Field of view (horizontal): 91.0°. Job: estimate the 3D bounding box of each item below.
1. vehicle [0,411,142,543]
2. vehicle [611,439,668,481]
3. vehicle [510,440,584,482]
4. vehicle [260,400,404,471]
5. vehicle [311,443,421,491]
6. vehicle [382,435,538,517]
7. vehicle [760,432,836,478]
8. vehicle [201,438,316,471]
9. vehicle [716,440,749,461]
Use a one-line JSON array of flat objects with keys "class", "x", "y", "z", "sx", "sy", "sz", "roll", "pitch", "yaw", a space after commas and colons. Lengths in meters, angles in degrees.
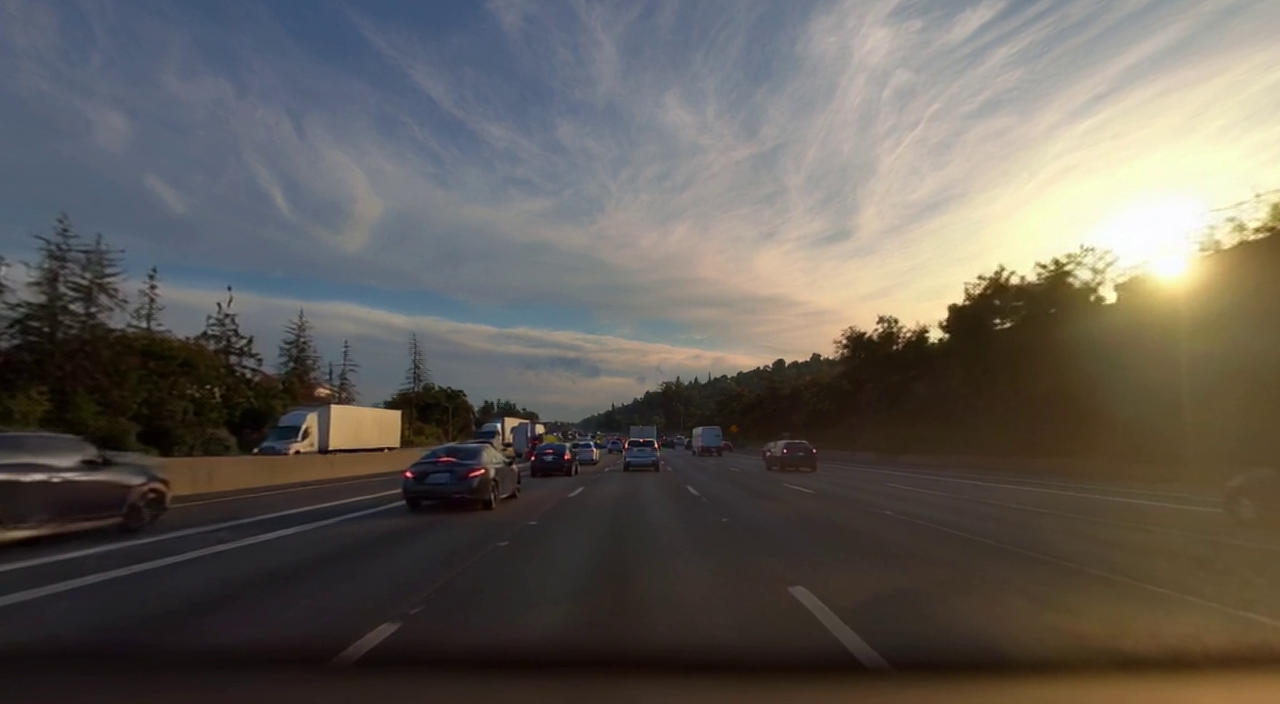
[{"class": "vehicle", "x": -9.315, "y": 1.581, "z": 7.913, "sx": 2.194, "sy": 1.676, "sz": 4.743, "roll": 0, "pitch": -9, "yaw": 0}, {"class": "vehicle", "x": -0.027, "y": 4.133, "z": 24.373, "sx": 2.053, "sy": 1.461, "sz": 3.941, "roll": 0, "pitch": -9, "yaw": 0}, {"class": "vehicle", "x": -3.481, "y": 4.177, "z": 24.467, "sx": 2.098, "sy": 1.463, "sz": 4.578, "roll": 0, "pitch": -9, "yaw": 1}, {"class": "vehicle", "x": -18.678, "y": 5.332, "z": 39.523, "sx": 2.989, "sy": 3.764, "sz": 11.425, "roll": 0, "pitch": -9, "yaw": 1}, {"class": "vehicle", "x": -9.186, "y": 3.862, "z": 21.485, "sx": 1.827, "sy": 1.472, "sz": 3.962, "roll": 0, "pitch": -9, "yaw": 2}, {"class": "vehicle", "x": -3.563, "y": 2.550, "z": 13.412, "sx": 2.025, "sy": 1.449, "sz": 4.190, "roll": 0, "pitch": -9, "yaw": 1}, {"class": "vehicle", "x": 6.467, "y": 4.292, "z": 26.343, "sx": 1.992, "sy": 1.745, "sz": 4.329, "roll": 0, "pitch": -9, "yaw": -1}, {"class": "vehicle", "x": -22.516, "y": 6.090, "z": 37.637, "sx": 2.451, "sy": 1.797, "sz": 6.888, "roll": 0, "pitch": -9, "yaw": 1}, {"class": "vehicle", "x": 6.859, "y": 7.402, "z": 47.150, "sx": 1.895, "sy": 1.488, "sz": 4.254, "roll": 0, "pitch": -9, "yaw": 1}]
